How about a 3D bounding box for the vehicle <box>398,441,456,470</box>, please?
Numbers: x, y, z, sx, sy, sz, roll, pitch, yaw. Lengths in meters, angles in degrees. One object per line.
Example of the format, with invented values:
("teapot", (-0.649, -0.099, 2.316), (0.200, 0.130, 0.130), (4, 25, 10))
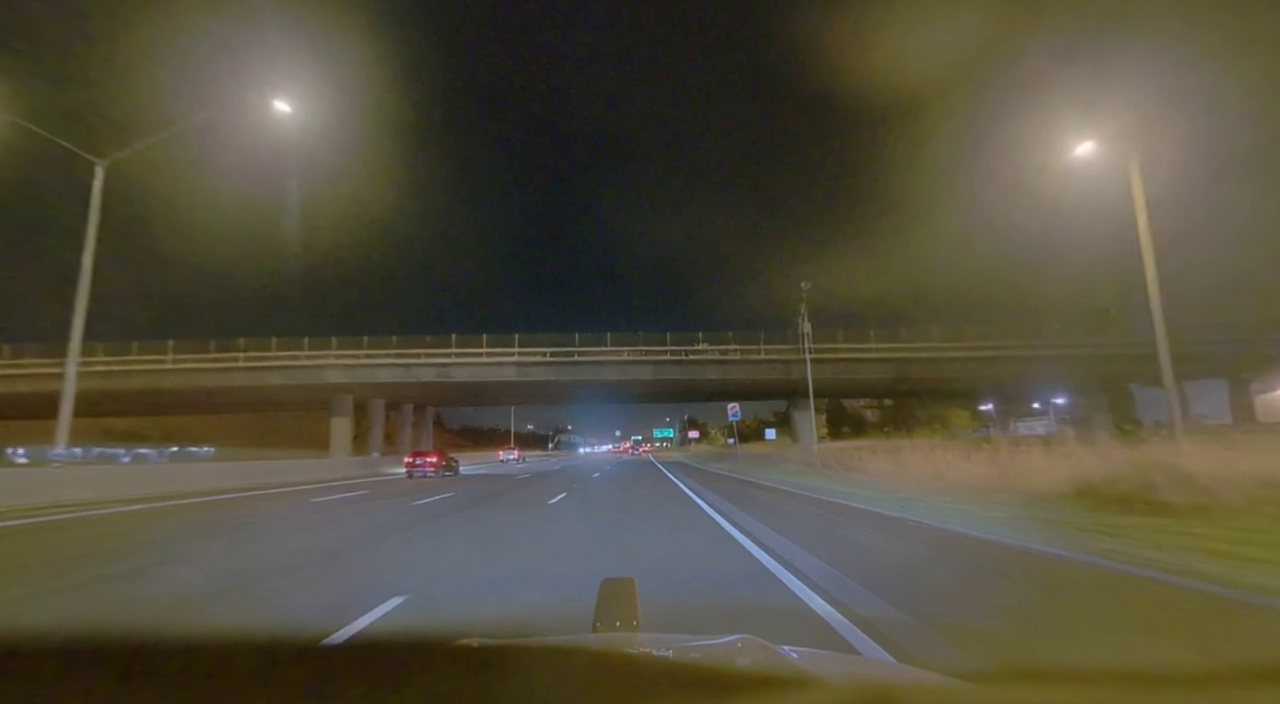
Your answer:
("vehicle", (-14.231, 6.951, 42.562), (2.049, 1.792, 5.177), (0, -9, 0))
